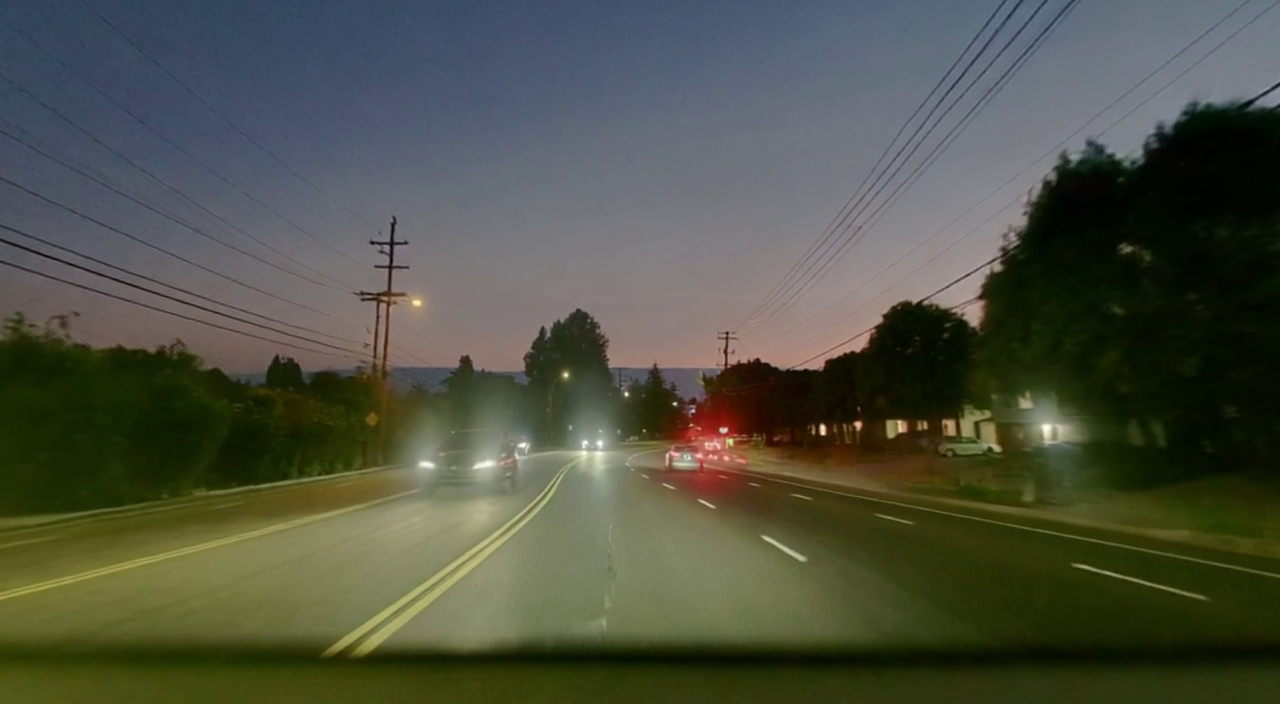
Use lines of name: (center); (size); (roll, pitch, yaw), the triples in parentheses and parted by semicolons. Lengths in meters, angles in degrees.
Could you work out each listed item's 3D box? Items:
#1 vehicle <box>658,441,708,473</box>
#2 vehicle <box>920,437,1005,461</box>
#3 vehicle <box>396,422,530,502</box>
vehicle: (2.079, 5.241, 31.703); (1.982, 1.451, 4.152); (0, -9, -4)
vehicle: (20.560, 6.189, 40.268); (4.444, 1.479, 1.913); (0, -7, -5)
vehicle: (-4.345, 2.798, 16.383); (2.205, 1.769, 4.589); (0, -9, -1)
